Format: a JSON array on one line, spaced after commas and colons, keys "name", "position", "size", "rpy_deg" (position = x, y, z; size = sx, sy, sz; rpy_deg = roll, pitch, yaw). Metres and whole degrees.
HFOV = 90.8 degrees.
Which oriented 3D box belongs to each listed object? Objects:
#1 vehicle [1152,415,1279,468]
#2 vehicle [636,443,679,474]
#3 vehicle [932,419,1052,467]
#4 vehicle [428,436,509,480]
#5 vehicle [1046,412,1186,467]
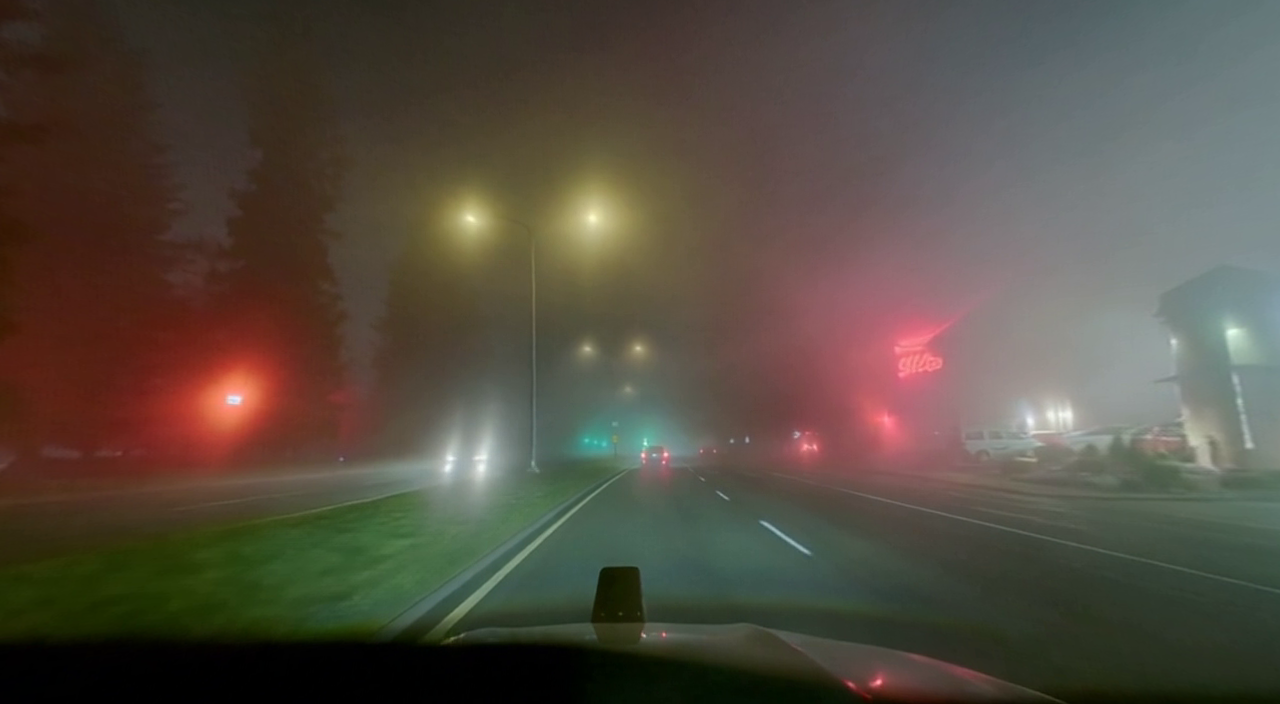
[{"name": "vehicle", "position": [37.174, 5.700, 40.368], "size": [6.680, 3.180, 2.793], "rpy_deg": [1, -8, -8]}, {"name": "vehicle", "position": [0.913, 5.456, 32.539], "size": [2.095, 1.456, 3.873], "rpy_deg": [0, -8, 2]}, {"name": "vehicle", "position": [21.273, 5.521, 38.313], "size": [5.953, 2.747, 2.389], "rpy_deg": [1, -8, -8]}, {"name": "vehicle", "position": [-7.348, 4.598, 27.601], "size": [2.102, 1.735, 4.491], "rpy_deg": [-1, -8, 3]}, {"name": "vehicle", "position": [29.117, 5.393, 38.803], "size": [6.569, 3.235, 2.798], "rpy_deg": [1, -9, -8]}]
